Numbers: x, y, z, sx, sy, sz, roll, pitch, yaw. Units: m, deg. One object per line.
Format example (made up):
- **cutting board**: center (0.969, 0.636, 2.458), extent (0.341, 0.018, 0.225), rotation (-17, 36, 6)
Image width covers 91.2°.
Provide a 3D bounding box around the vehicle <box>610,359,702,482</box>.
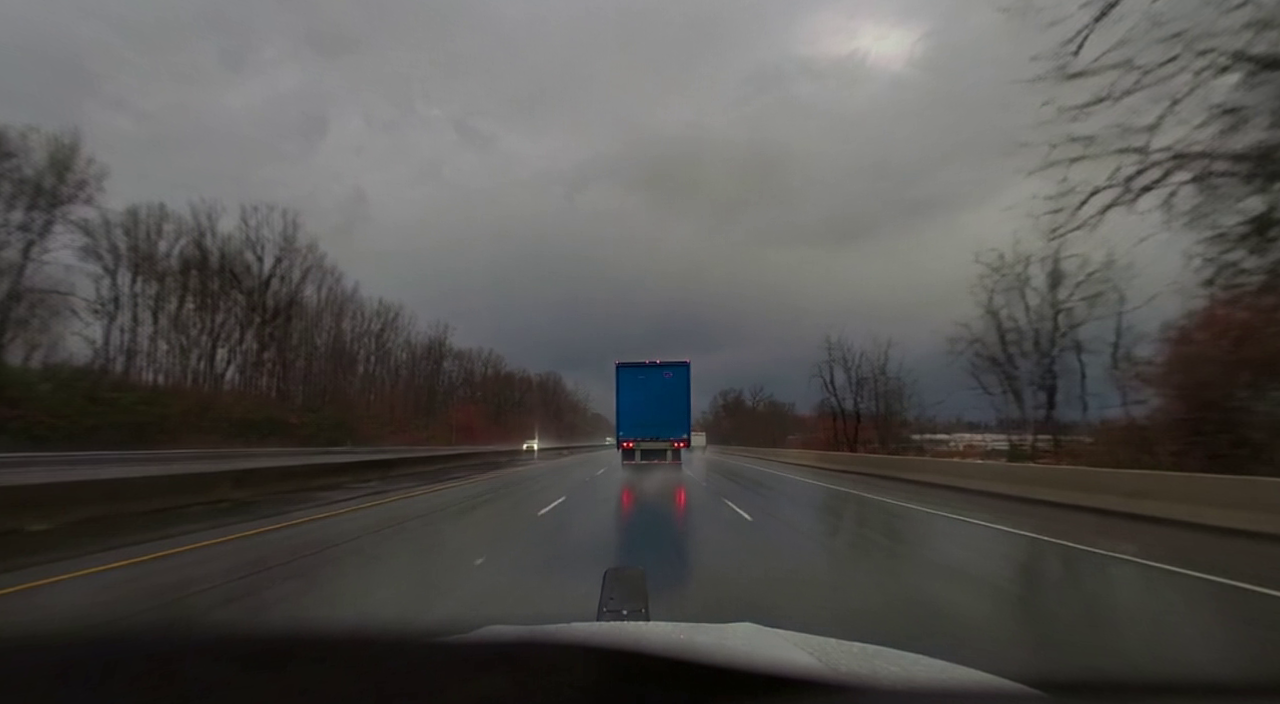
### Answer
- **vehicle**: center (0.553, 3.001, 25.955), extent (3.010, 4.039, 10.481), rotation (0, -8, 0)
